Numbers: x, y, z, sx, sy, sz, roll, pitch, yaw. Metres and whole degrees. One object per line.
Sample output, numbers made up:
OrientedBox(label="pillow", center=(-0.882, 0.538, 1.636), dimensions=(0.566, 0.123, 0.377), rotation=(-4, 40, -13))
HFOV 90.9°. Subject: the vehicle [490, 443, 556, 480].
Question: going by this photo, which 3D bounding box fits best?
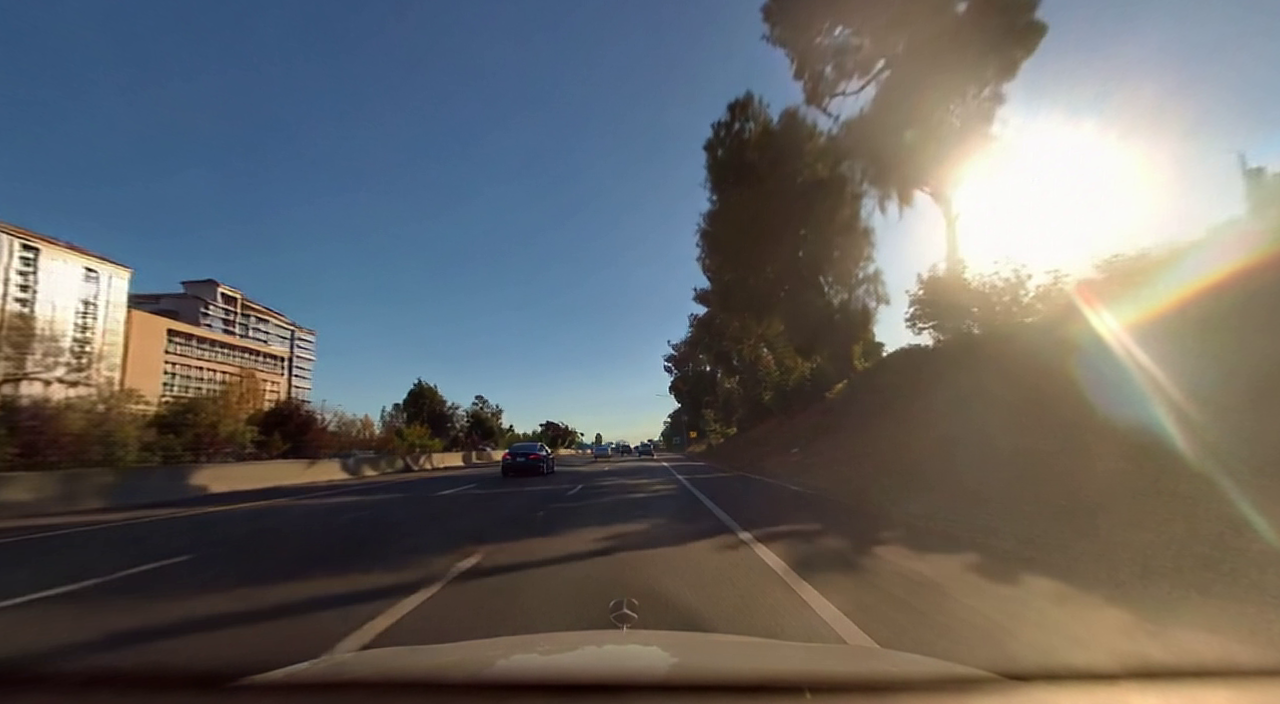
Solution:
OrientedBox(label="vehicle", center=(-5.130, 4.845, 28.220), dimensions=(2.083, 1.471, 4.350), rotation=(0, -8, 1))
